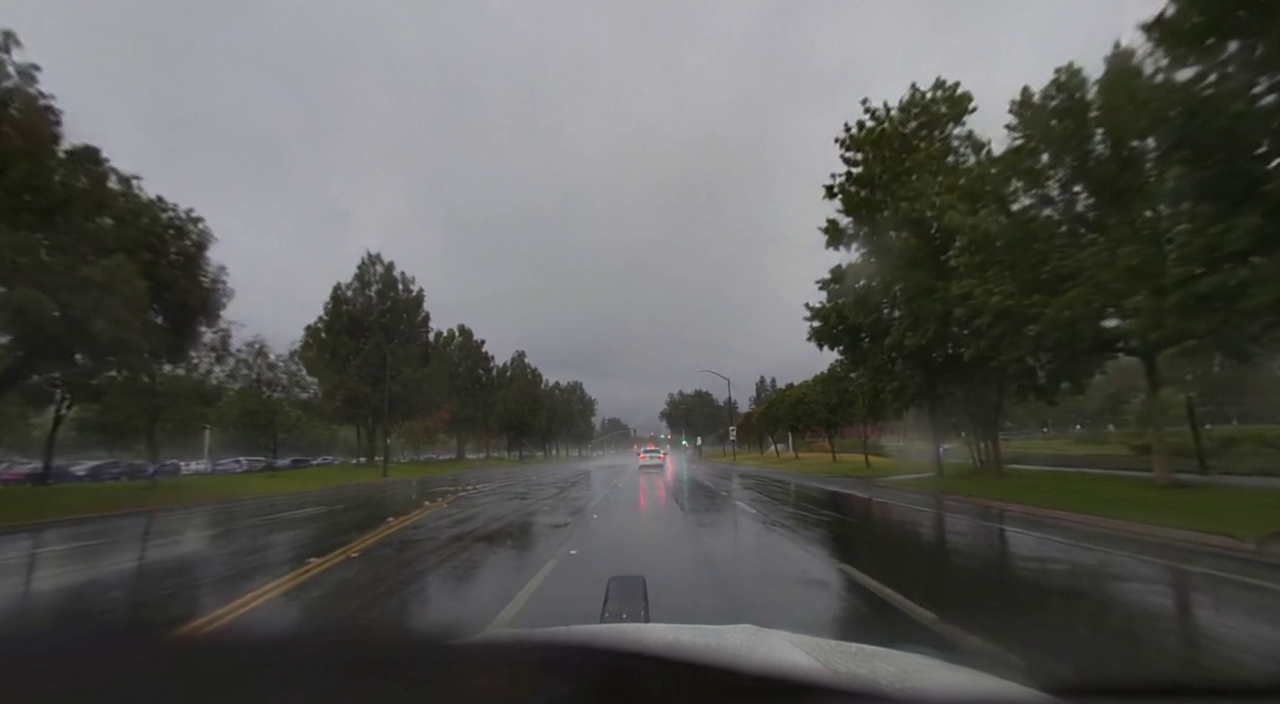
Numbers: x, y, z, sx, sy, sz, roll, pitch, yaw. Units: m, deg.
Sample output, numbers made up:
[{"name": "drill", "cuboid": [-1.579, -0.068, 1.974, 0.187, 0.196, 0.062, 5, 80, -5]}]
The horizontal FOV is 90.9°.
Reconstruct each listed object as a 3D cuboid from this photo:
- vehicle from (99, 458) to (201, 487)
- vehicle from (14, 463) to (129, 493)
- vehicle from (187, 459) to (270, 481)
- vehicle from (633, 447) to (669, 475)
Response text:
[{"name": "vehicle", "cuboid": [-29.503, 7.262, 38.070, 4.389, 1.588, 2.048, 0, -8, 1]}, {"name": "vehicle", "cuboid": [-29.918, 6.624, 33.260, 4.316, 1.438, 1.843, -1, -8, 1]}, {"name": "vehicle", "cuboid": [-29.934, 8.573, 45.948, 4.617, 1.450, 1.968, -1, -8, 1]}, {"name": "vehicle", "cuboid": [0.591, 6.211, 36.147, 1.978, 1.499, 3.915, 0, -8, 0]}]
